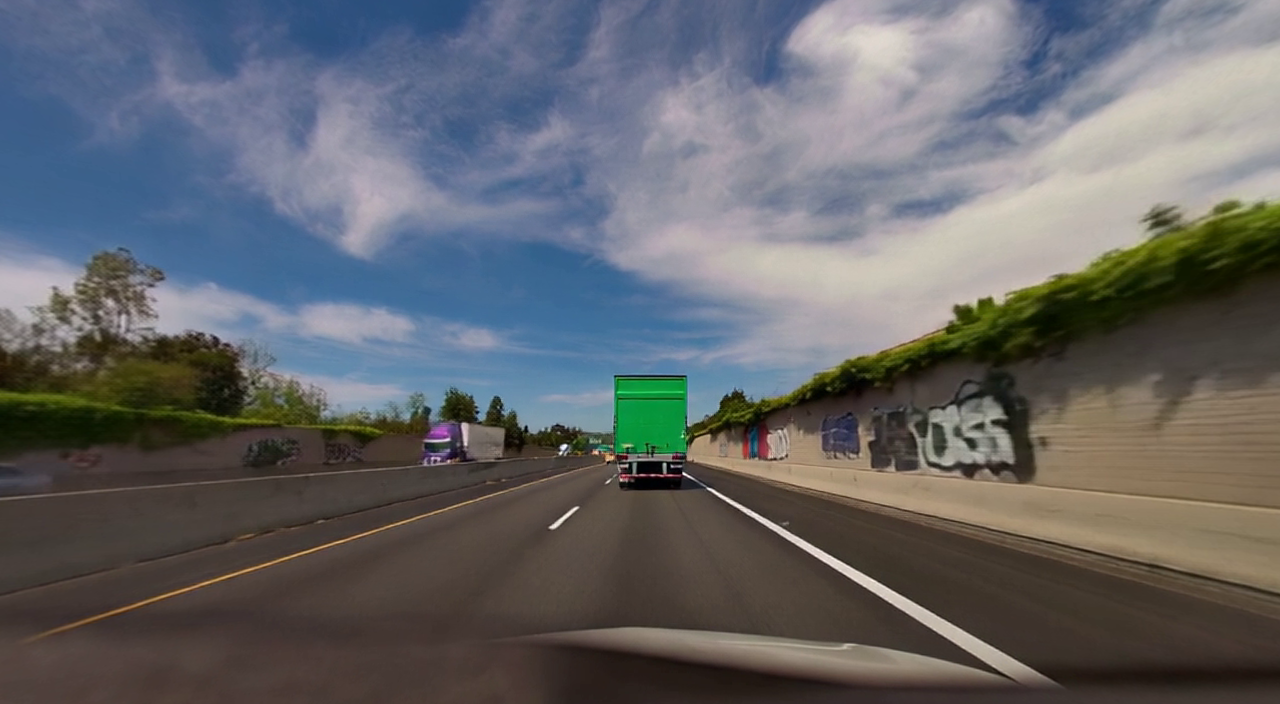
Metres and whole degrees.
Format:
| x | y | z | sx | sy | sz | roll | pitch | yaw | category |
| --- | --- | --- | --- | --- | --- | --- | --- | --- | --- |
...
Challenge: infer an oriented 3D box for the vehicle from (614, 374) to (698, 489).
| x | y | z | sx | sy | sz | roll | pitch | yaw | category |
| --- | --- | --- | --- | --- | --- | --- | --- | --- | --- |
| 0.446 | 3.522 | 26.897 | 2.900 | 3.955 | 10.151 | 0 | -9 | -1 | vehicle |
